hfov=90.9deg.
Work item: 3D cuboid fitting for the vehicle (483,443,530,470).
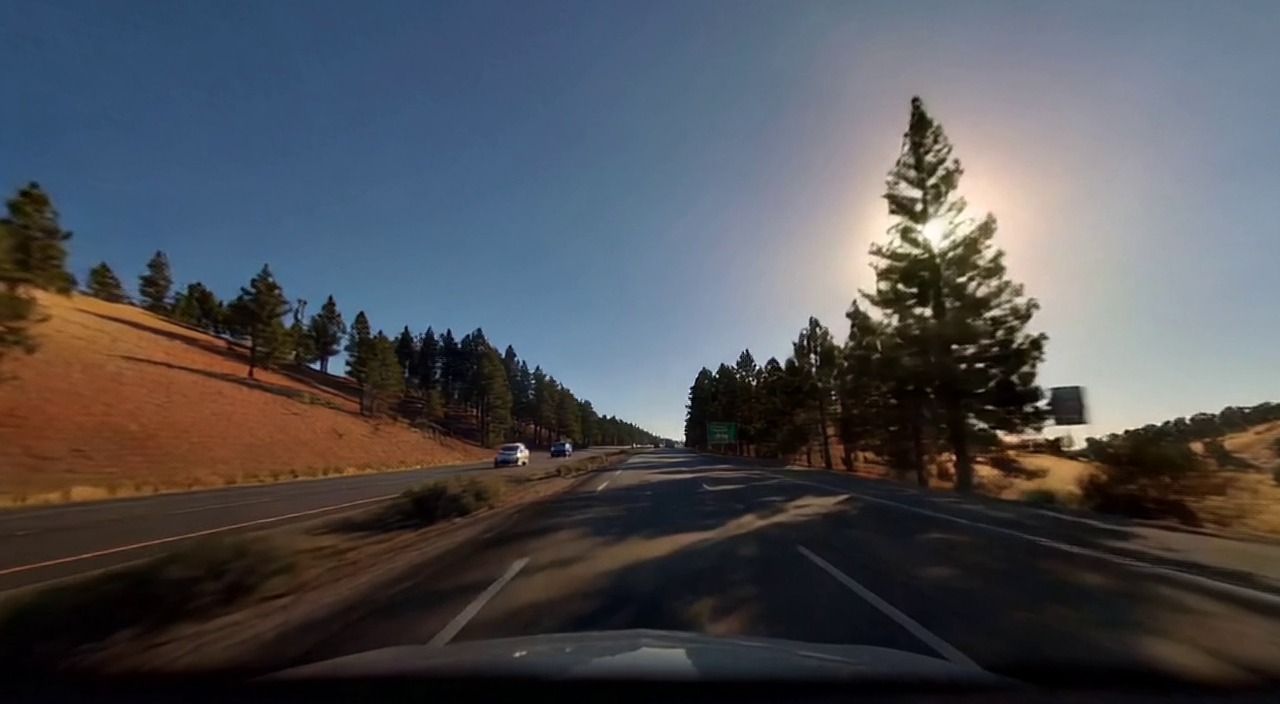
[{"bbox_3d":[-8.570,6.749,40.863,2.049,1.635,4.407,0,-8,1],"label":"vehicle"}]
